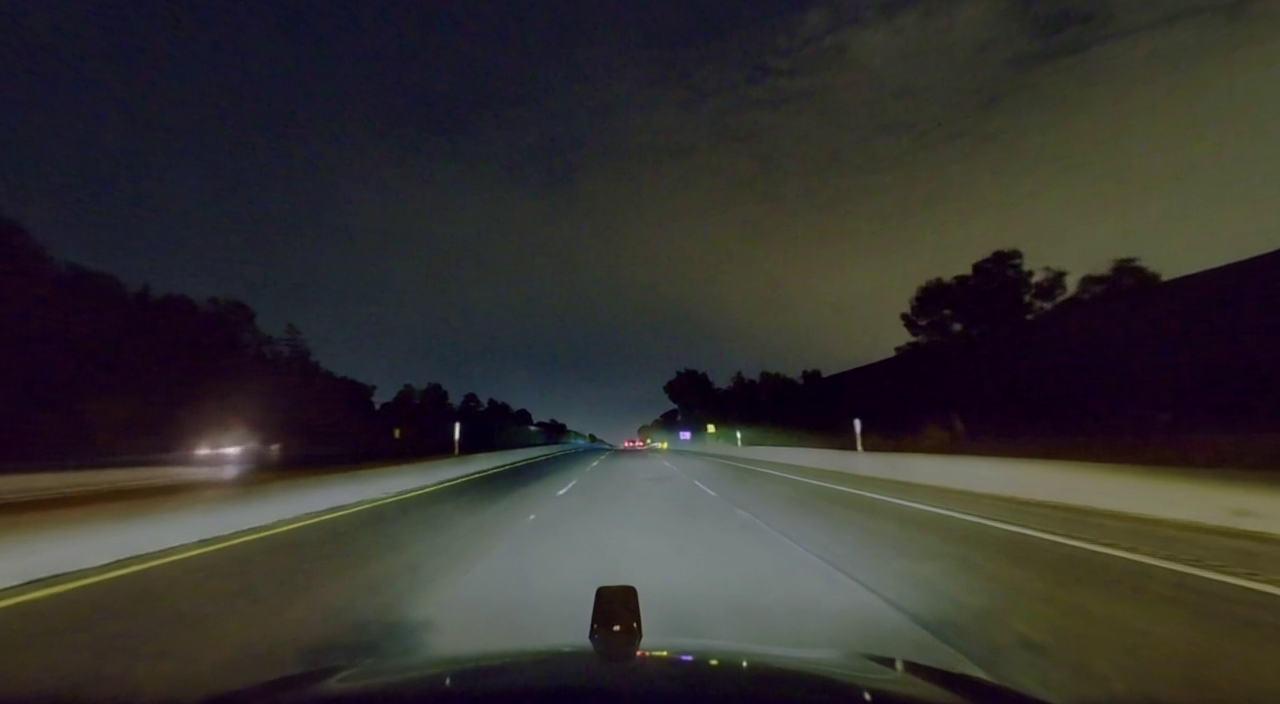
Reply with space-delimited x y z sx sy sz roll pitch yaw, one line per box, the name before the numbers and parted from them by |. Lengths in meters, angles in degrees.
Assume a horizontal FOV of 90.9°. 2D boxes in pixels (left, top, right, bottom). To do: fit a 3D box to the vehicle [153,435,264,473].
vehicle | -20.567 4.845 30.355 1.954 1.638 4.797 0 -8 -1
